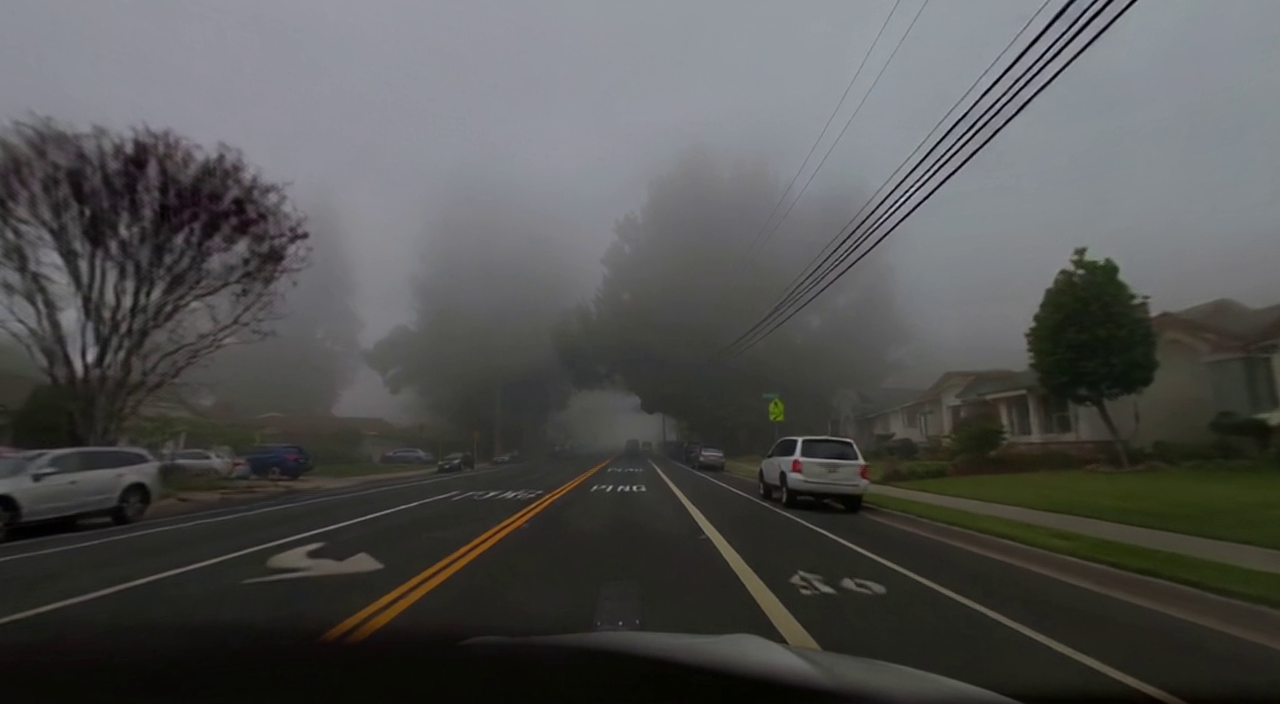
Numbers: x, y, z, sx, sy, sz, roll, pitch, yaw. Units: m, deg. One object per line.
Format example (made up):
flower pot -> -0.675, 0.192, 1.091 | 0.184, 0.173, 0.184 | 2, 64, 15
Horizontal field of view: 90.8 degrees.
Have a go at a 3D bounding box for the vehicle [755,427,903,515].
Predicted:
vehicle -> 4.232, 2.750, 15.037 | 2.027, 1.751, 4.433 | 0, -9, -2

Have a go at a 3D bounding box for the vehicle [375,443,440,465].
vehicle -> -18.320, 8.045, 49.896 | 4.310, 1.705, 1.905 | -1, -9, 4

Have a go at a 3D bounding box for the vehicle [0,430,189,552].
vehicle -> -11.742, 2.565, 12.115 | 2.199, 1.988, 5.454 | 0, -9, -1

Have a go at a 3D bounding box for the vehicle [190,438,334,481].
vehicle -> -17.916, 5.088, 30.045 | 5.764, 1.898, 2.201 | -2, -9, 11

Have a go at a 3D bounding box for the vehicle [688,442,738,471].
vehicle -> 4.042, 5.875, 35.685 | 1.920, 1.541, 4.709 | 0, -9, -4

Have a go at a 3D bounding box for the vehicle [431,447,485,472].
vehicle -> -11.866, 7.050, 41.522 | 2.079, 1.509, 4.591 | 0, -9, 1
